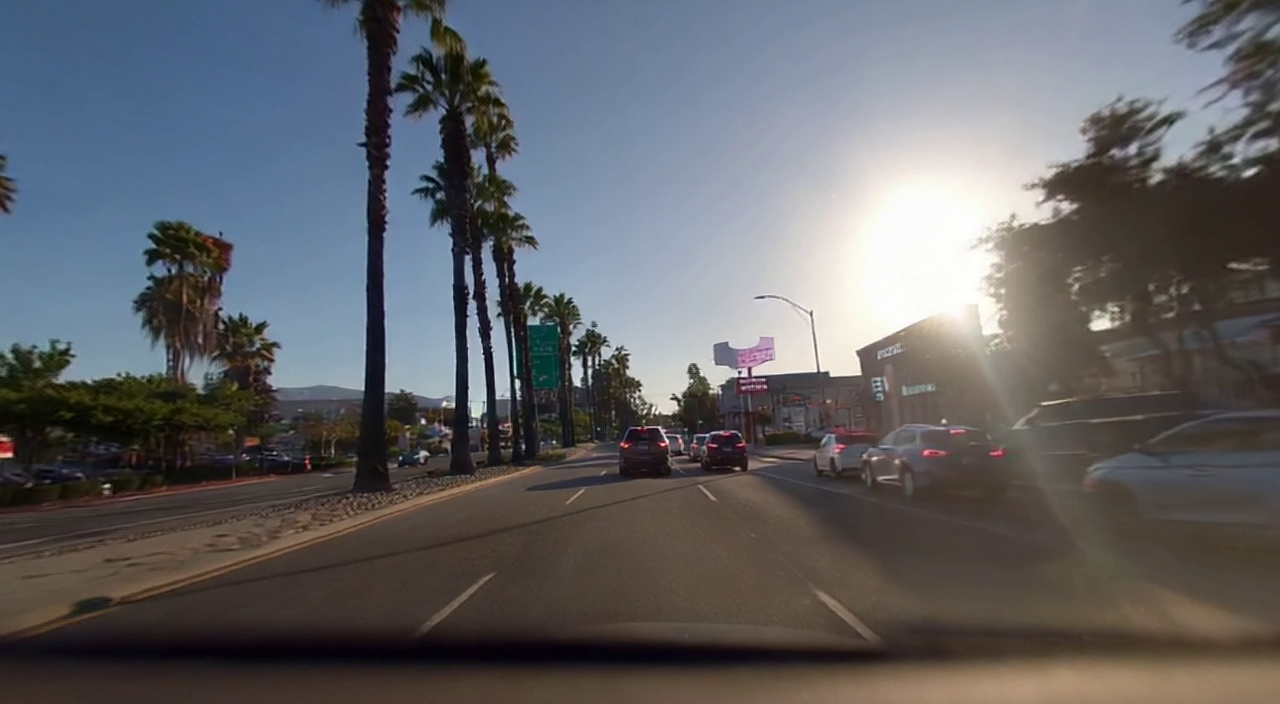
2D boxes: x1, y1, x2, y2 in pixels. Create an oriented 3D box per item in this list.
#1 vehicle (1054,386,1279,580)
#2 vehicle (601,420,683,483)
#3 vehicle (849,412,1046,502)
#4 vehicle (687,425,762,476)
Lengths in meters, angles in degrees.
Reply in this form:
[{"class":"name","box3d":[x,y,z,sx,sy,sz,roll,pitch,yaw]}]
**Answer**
[{"class":"vehicle","box3d":[6.638,1.240,6.149,2.100,1.675,4.536,0,-9,0]},{"class":"vehicle","box3d":[0.040,3.320,21.146,2.428,1.816,4.959,0,-9,-1]},{"class":"vehicle","box3d":[6.665,2.373,14.462,2.001,1.692,4.800,0,-9,-1]},{"class":"vehicle","box3d":[3.171,3.821,24.652,2.187,1.777,4.444,0,-9,-2]}]
